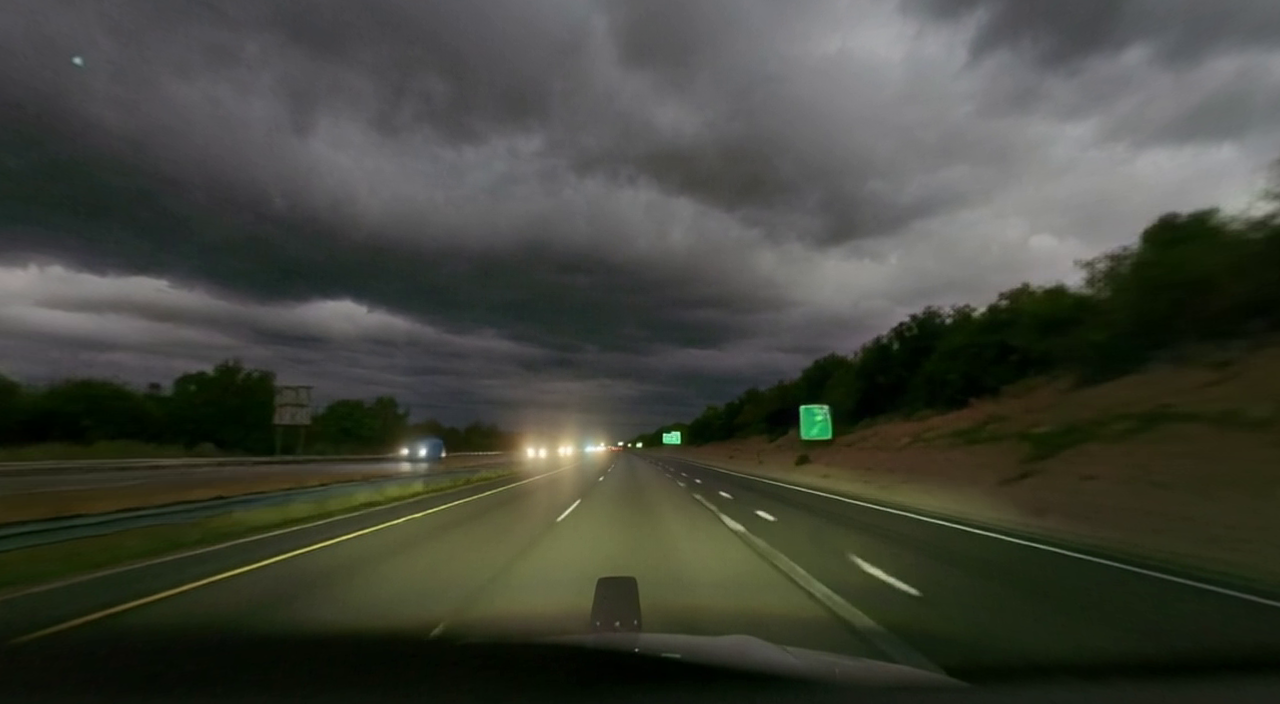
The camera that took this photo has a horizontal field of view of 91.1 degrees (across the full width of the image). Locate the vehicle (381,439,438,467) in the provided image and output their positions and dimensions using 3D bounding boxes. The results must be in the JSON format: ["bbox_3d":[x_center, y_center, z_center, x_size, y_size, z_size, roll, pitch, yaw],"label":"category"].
[{"bbox_3d":[-16.535,7.266,45.358,2.179,1.831,5.119,0,-9,0],"label":"vehicle"}]
